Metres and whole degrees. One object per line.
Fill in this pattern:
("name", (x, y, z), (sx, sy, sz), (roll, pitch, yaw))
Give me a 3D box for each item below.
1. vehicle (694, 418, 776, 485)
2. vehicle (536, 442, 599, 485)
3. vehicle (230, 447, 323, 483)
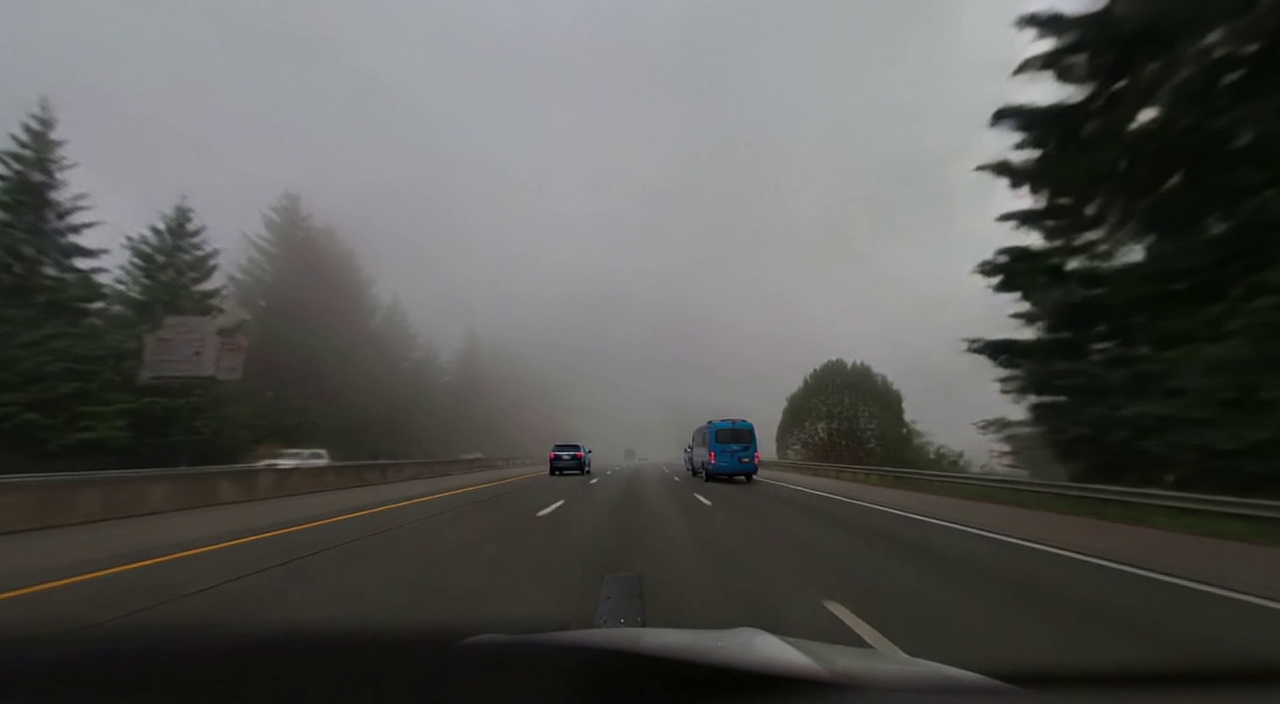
("vehicle", (4.040, 4.464, 28.330), (2.614, 2.655, 6.429), (0, -9, -1))
("vehicle", (-2.938, 4.664, 26.677), (2.020, 1.619, 4.690), (0, -9, 1))
("vehicle", (-20.808, 6.469, 36.390), (2.260, 1.868, 5.177), (0, -9, 0))
